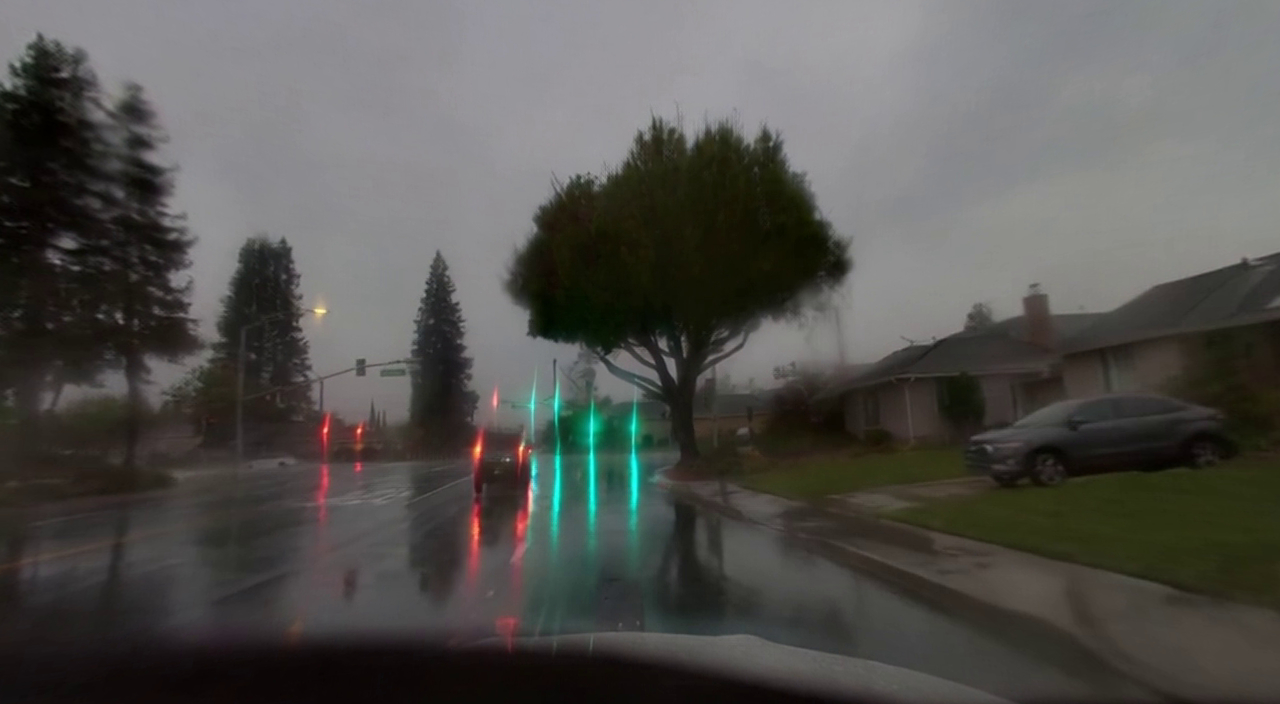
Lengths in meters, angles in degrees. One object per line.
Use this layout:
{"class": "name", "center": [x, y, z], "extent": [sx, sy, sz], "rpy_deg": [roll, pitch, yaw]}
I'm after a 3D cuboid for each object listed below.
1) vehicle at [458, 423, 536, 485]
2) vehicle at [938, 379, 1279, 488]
{"class": "vehicle", "center": [-4.716, 3.429, 21.465], "extent": [2.041, 1.834, 4.679], "rpy_deg": [1, -8, -6]}
{"class": "vehicle", "center": [7.836, 1.380, 10.630], "extent": [4.663, 1.618, 1.962], "rpy_deg": [1, -8, -6]}
